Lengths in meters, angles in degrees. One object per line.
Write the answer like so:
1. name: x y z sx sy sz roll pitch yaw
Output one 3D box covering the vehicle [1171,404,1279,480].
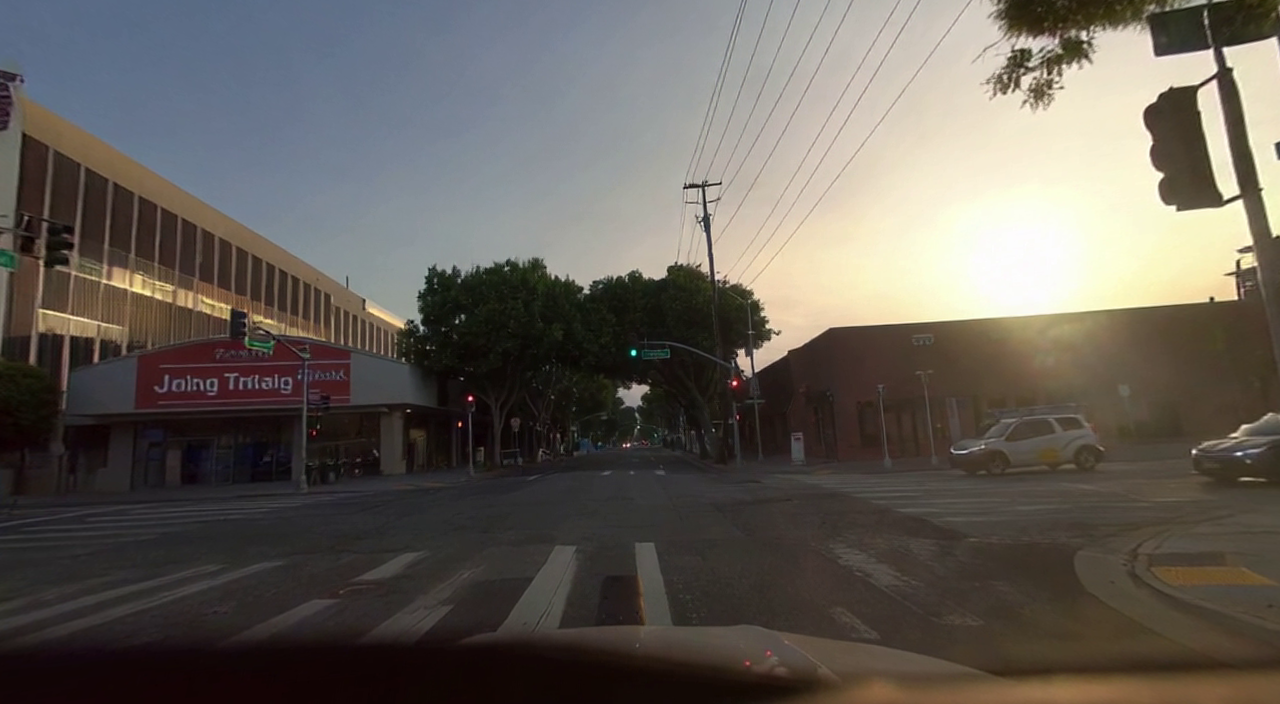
1. vehicle: 14.443 1.908 13.381 4.632 1.484 1.907 0 -8 -1
